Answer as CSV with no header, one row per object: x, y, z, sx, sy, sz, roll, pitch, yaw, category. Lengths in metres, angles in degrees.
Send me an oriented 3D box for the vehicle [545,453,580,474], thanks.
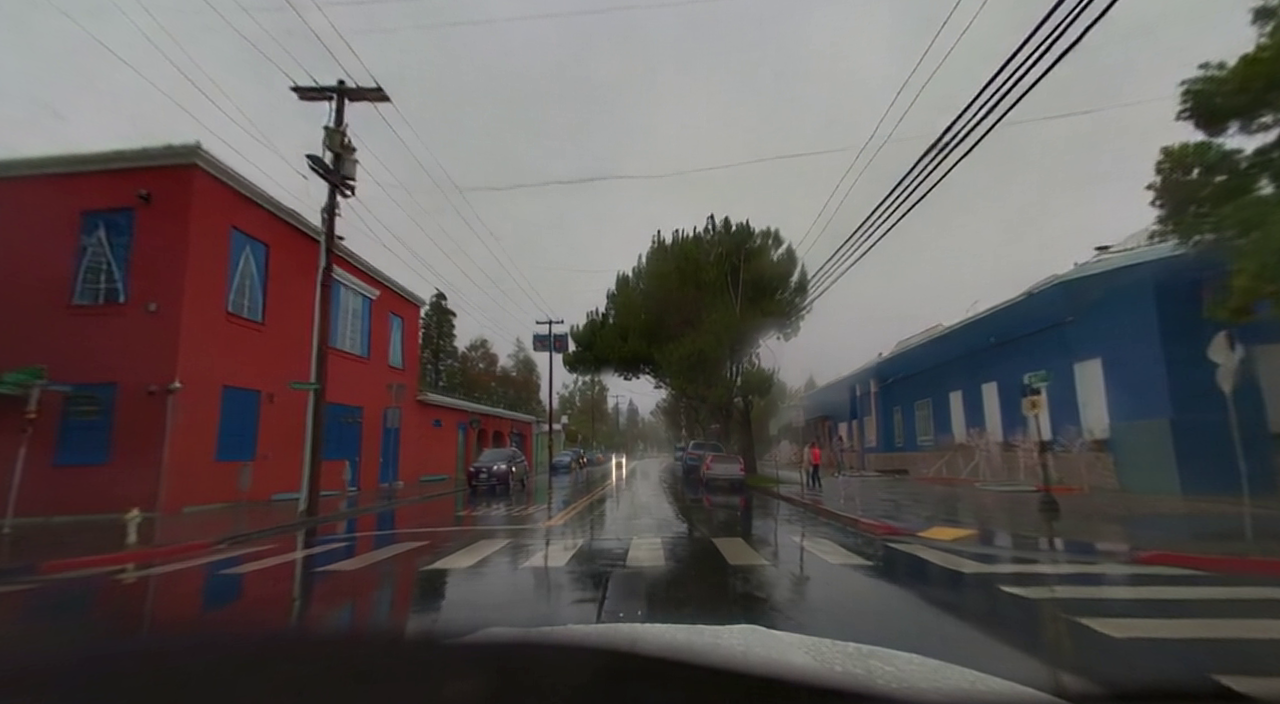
-5.750,8.298,47.212,1.844,1.486,4.474,0,-9,2,vehicle

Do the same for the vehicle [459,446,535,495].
-6.103,5.051,27.482,2.140,1.746,4.385,-4,-8,2,vehicle

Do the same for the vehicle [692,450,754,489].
3.361,4.848,26.531,1.966,1.471,4.552,0,-9,0,vehicle
